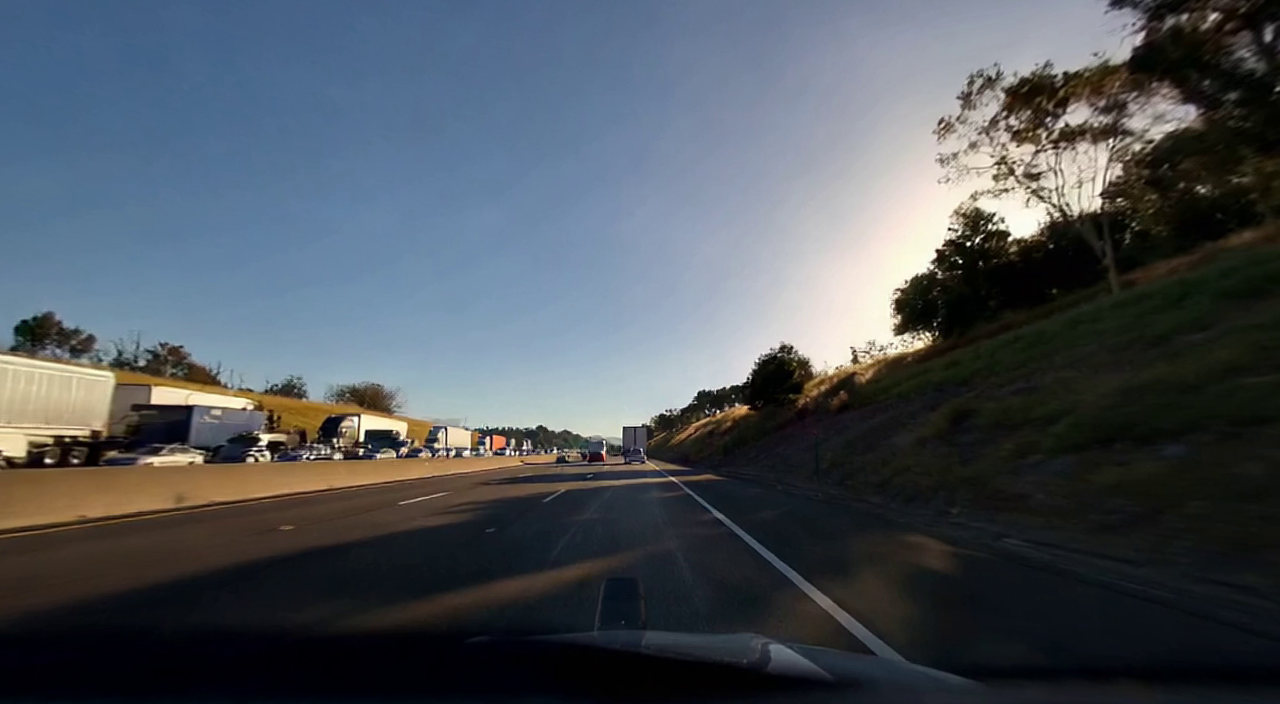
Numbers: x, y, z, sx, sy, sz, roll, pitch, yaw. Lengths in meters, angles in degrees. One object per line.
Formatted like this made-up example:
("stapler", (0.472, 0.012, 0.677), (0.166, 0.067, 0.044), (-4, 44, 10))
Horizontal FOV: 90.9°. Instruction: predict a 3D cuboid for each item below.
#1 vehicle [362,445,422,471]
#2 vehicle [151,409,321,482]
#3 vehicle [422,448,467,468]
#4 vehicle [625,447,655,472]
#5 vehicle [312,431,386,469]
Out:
("vehicle", (-14.461, 6.205, 37.011), (1.891, 1.426, 4.156), (0, -9, 0))
("vehicle", (-14.422, 3.438, 23.144), (2.357, 2.318, 5.817), (0, -9, 0))
("vehicle", (-14.687, 7.987, 47.676), (1.976, 1.423, 4.416), (0, -9, 0))
("vehicle", (-0.037, 7.629, 44.713), (2.009, 1.657, 3.962), (0, -9, -1))
("vehicle", (-19.186, 6.504, 41.888), (2.223, 2.287, 5.862), (0, -9, -1))
